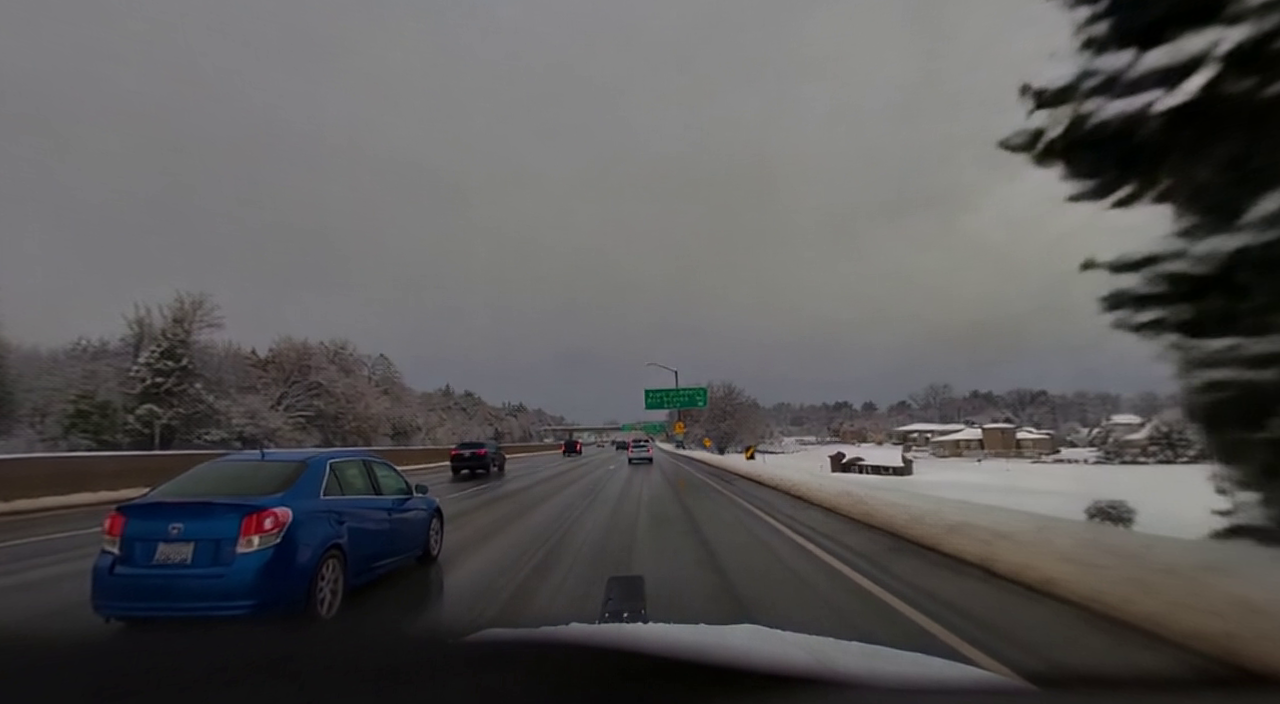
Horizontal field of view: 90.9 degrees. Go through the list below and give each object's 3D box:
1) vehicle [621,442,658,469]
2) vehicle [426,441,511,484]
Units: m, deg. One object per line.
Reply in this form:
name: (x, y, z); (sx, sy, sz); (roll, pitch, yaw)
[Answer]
vehicle: (-0.054, 5.940, 36.320); (2.051, 1.443, 3.770); (0, -8, -1)
vehicle: (-6.522, 4.225, 24.561); (2.075, 1.528, 4.327); (0, -8, 0)
